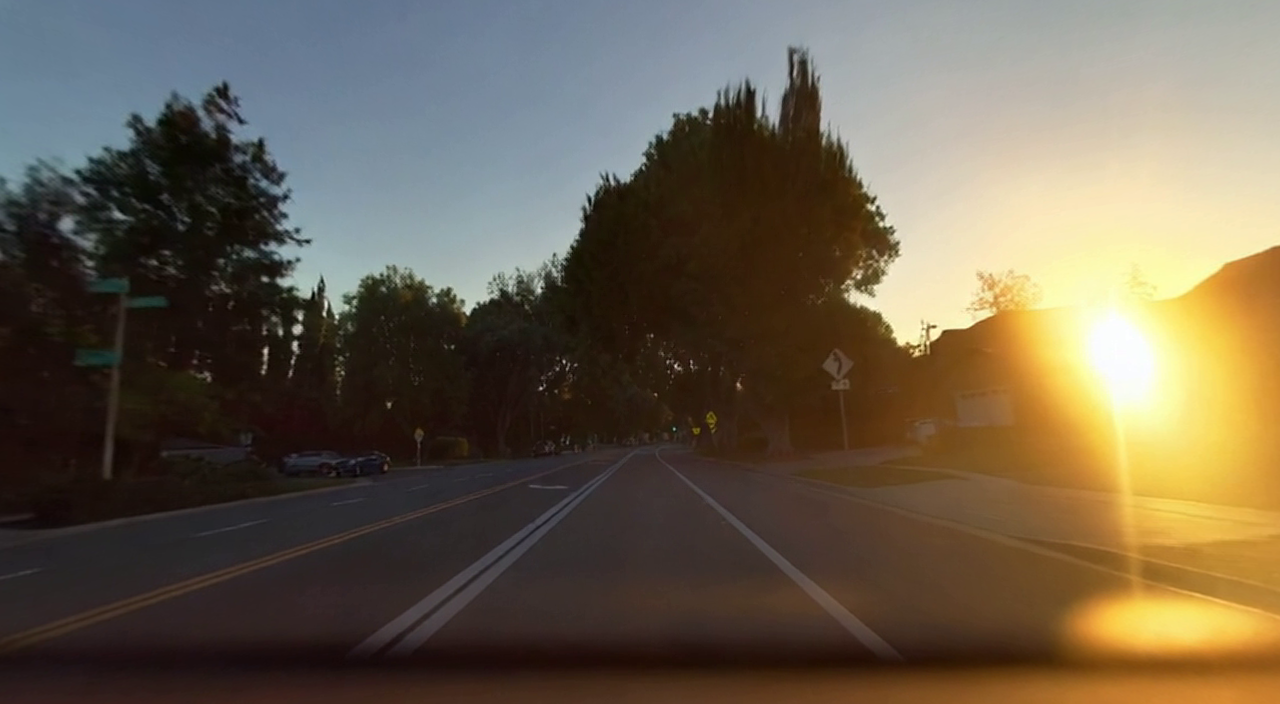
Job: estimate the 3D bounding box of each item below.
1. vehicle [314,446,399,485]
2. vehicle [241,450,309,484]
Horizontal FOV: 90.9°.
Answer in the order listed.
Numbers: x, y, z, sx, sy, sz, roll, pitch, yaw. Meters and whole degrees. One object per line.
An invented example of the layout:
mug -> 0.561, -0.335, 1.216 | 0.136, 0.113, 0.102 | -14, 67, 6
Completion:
vehicle -> -14.229, 5.678, 31.923 | 2.199, 1.592, 4.492 | -4, -8, 1
vehicle -> -19.255, 6.027, 33.427 | 2.012, 1.572, 3.830 | 1, -8, -13
